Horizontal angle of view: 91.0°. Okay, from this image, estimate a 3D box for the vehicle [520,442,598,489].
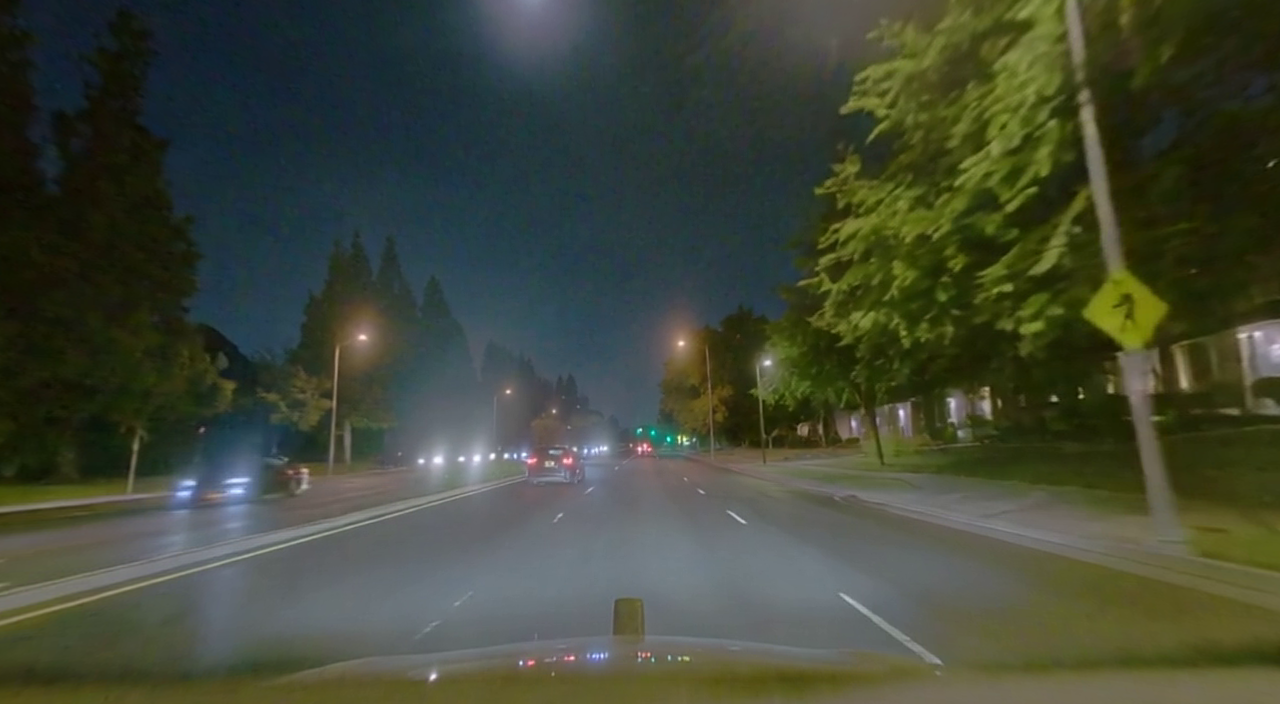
[{"bbox_3d":[-2.803,4.058,22.902,2.106,1.517,4.375,-1,-9,2],"label":"vehicle"}]

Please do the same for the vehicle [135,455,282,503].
[{"bbox_3d":[-15.433,4.526,22.888,1.948,1.492,4.536,-1,-9,3],"label":"vehicle"}]
